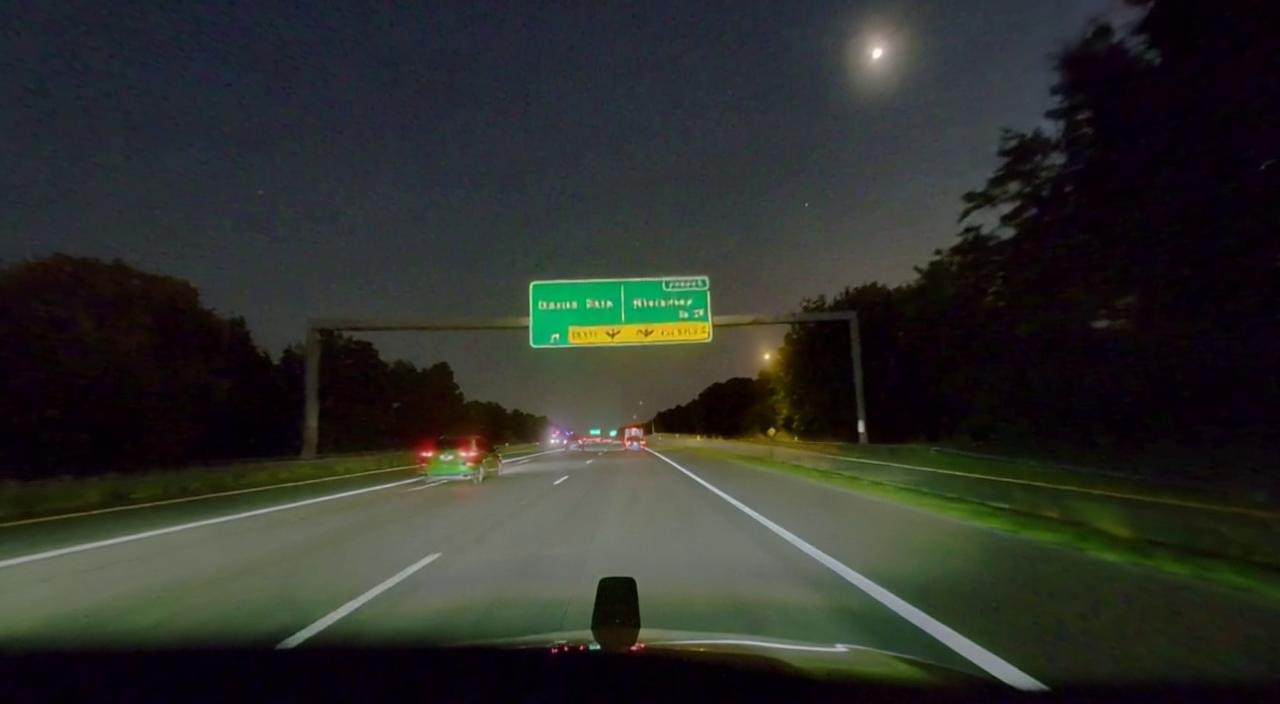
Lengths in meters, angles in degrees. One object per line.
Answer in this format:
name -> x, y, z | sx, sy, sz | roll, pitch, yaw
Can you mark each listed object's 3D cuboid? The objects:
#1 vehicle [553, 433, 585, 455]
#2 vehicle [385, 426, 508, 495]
vehicle -> -5.190, 6.764, 46.364 | 1.972, 1.537, 4.173 | 0, -8, -1
vehicle -> -4.673, 2.657, 15.809 | 1.959, 1.514, 3.668 | 0, -8, -1
